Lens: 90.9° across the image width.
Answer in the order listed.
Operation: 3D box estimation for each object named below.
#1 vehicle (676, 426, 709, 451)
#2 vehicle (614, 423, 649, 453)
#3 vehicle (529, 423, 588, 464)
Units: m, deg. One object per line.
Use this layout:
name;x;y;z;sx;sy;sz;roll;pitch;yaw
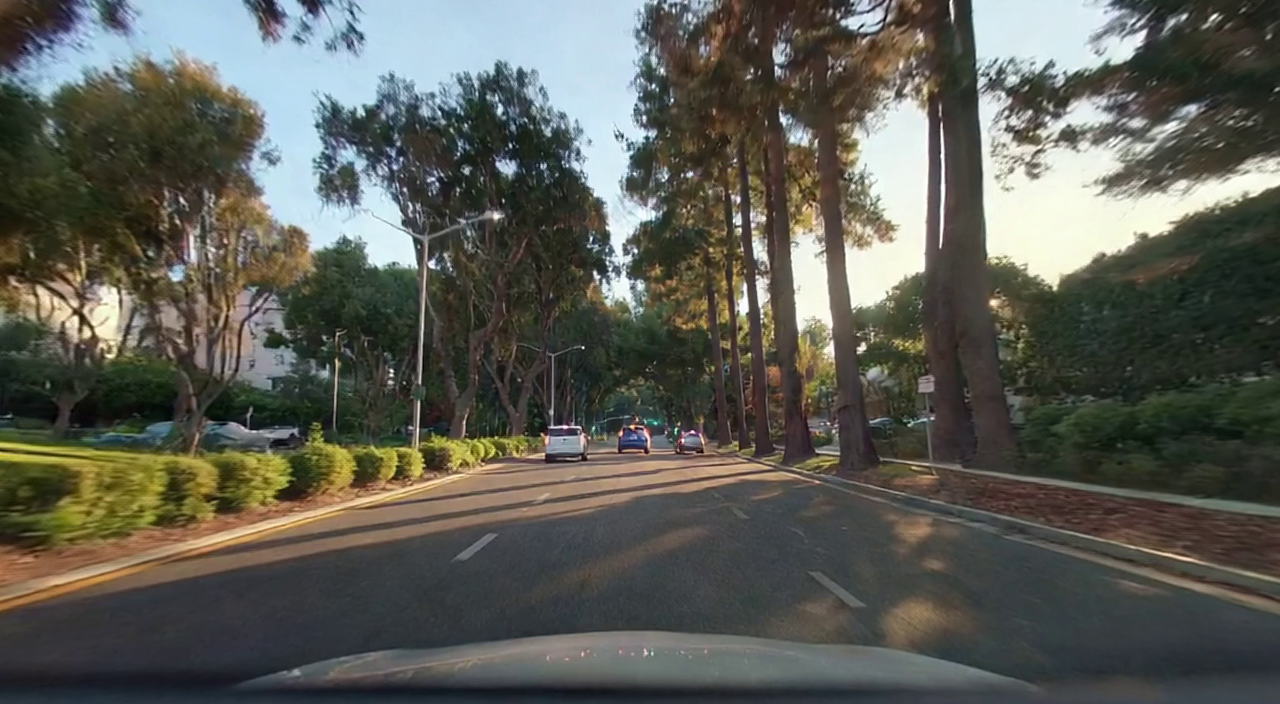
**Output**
vehicle;3.516;5.902;42.835;1.847;1.554;4.052;0;-8;-2
vehicle;-0.494;5.240;38.144;2.022;1.700;4.084;0;-8;-1
vehicle;-3.563;4.138;28.483;2.047;1.710;4.314;0;-8;0
